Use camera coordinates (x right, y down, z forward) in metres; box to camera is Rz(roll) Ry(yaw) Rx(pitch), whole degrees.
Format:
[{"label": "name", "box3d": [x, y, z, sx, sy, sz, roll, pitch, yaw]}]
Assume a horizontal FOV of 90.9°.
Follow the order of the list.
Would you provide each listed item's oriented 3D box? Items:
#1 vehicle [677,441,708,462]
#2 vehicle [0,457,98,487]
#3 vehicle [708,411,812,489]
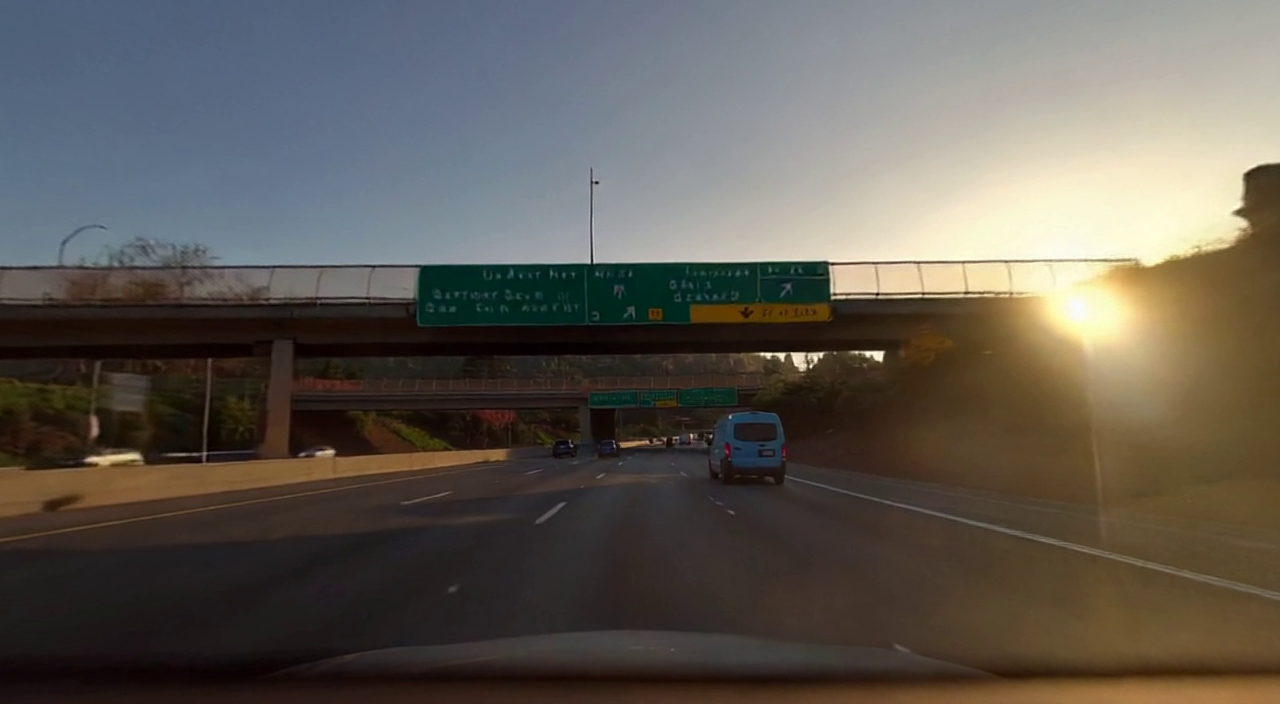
[{"label": "vehicle", "box3d": [3.900, 7.424, 47.207, 1.883, 1.456, 4.044, 0, -8, -1]}, {"label": "vehicle", "box3d": [-34.034, 6.802, 36.065, 1.875, 1.493, 4.752, 0, -8, 0]}, {"label": "vehicle", "box3d": [3.784, 3.247, 21.087, 2.347, 2.234, 5.352, 0, -8, -1]}]
